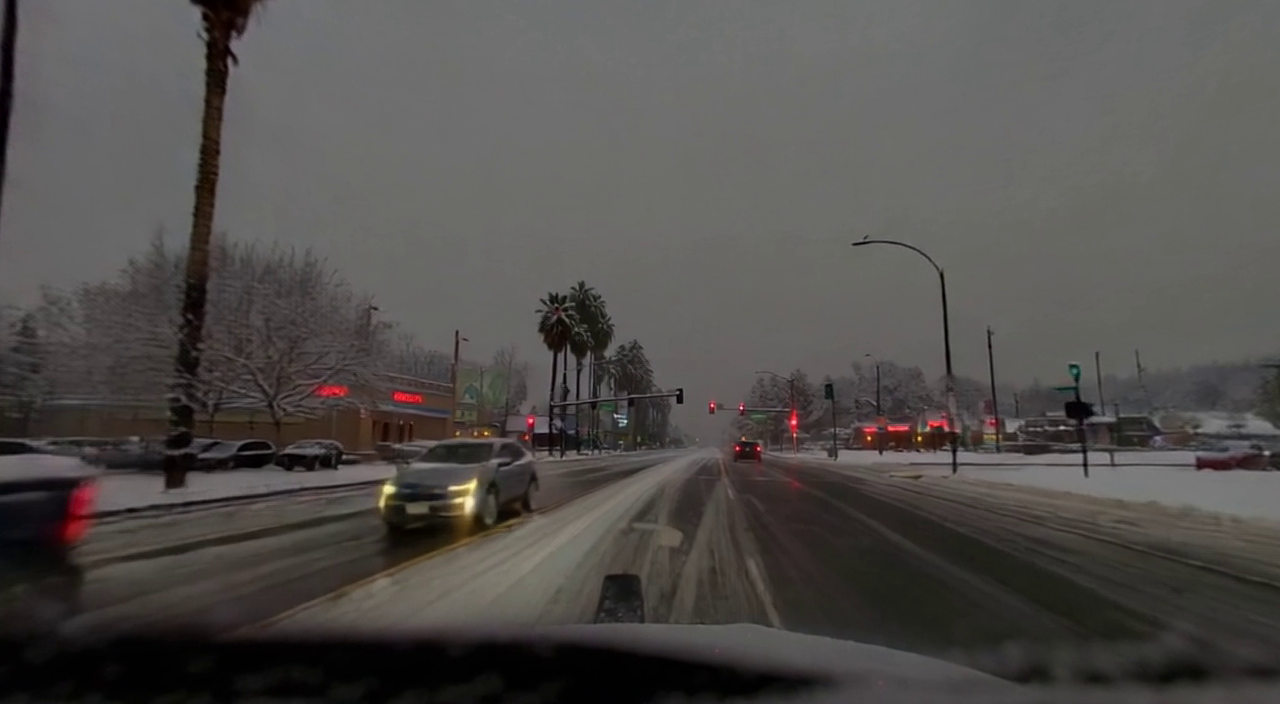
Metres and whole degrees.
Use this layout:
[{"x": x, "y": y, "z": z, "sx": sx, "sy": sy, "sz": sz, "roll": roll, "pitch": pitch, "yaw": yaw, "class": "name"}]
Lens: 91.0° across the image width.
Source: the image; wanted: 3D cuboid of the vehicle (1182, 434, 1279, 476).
[{"x": 24.242, "y": 3.947, "z": 24.178, "sx": 2.028, "sy": 1.556, "sz": 4.625, "roll": 4, "pitch": -9, "yaw": -25, "class": "vehicle"}]

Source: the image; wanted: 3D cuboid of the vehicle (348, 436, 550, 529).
[{"x": -3.492, "y": 2.495, "z": 12.767, "sx": 2.090, "sy": 1.489, "sz": 4.909, "roll": -1, "pitch": -9, "yaw": 6, "class": "vehicle"}]

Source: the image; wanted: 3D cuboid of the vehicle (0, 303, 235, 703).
[{"x": -4.431, "y": 0.582, "z": 1.704, "sx": 2.551, "sy": 1.995, "sz": 5.615, "roll": -1, "pitch": -9, "yaw": 5, "class": "vehicle"}]

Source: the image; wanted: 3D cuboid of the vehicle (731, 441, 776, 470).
[{"x": 6.194, "y": 5.699, "z": 34.905, "sx": 2.065, "sy": 1.507, "sz": 4.225, "roll": -1, "pitch": -9, "yaw": 5, "class": "vehicle"}]

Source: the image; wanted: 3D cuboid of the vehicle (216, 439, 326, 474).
[{"x": -17.687, "y": 5.028, "z": 30.305, "sx": 4.077, "sy": 1.597, "sz": 1.945, "roll": 0, "pitch": -9, "yaw": 4, "class": "vehicle"}]
